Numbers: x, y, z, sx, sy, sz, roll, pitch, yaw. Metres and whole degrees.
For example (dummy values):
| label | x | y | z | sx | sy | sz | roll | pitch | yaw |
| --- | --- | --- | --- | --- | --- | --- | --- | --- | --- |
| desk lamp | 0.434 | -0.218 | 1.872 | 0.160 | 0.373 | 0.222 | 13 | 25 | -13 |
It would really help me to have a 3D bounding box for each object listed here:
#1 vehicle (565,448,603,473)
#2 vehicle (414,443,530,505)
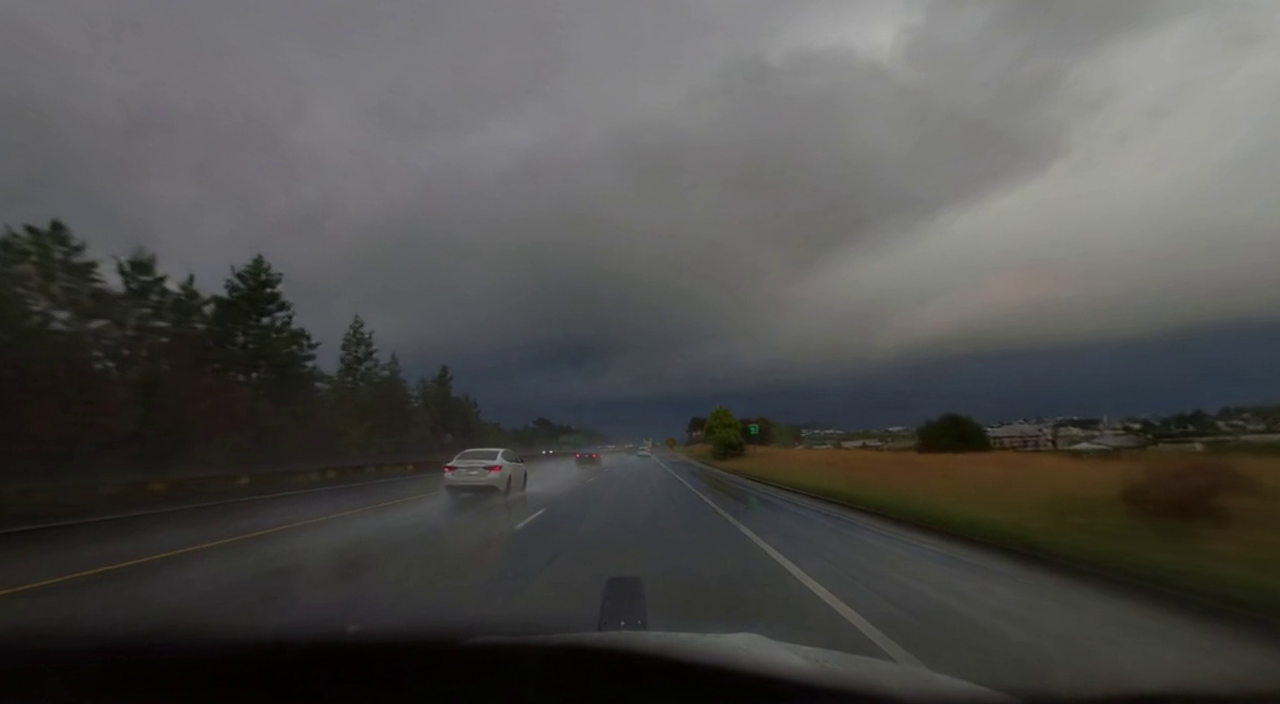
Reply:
| label | x | y | z | sx | sy | sz | roll | pitch | yaw |
| --- | --- | --- | --- | --- | --- | --- | --- | --- | --- |
| vehicle | -3.481 | 6.856 | 40.110 | 2.005 | 1.474 | 3.921 | 0 | -9 | 1 |
| vehicle | -4.539 | 3.370 | 17.864 | 1.975 | 1.501 | 4.603 | 0 | -9 | 0 |
